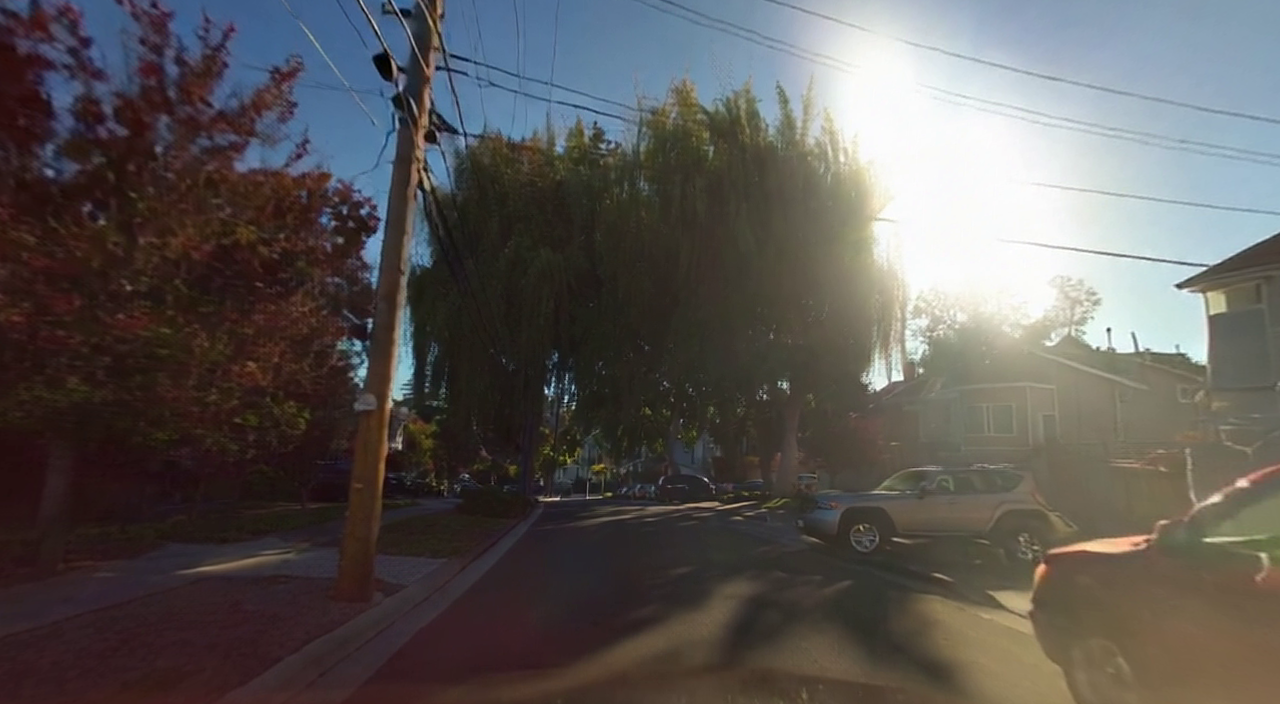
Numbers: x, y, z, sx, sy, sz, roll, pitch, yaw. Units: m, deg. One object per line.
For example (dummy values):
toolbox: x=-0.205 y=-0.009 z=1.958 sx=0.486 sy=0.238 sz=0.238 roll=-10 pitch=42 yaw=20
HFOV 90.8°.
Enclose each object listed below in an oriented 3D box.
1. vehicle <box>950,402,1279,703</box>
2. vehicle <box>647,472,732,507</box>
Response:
vehicle: x=3.256 y=0.892 z=1.710 sx=2.133 sy=1.566 sz=4.737 roll=0 pitch=-9 yaw=-5
vehicle: x=2.721 y=7.663 z=35.263 sx=4.413 sy=1.728 sz=1.869 roll=1 pitch=-9 yaw=-9
